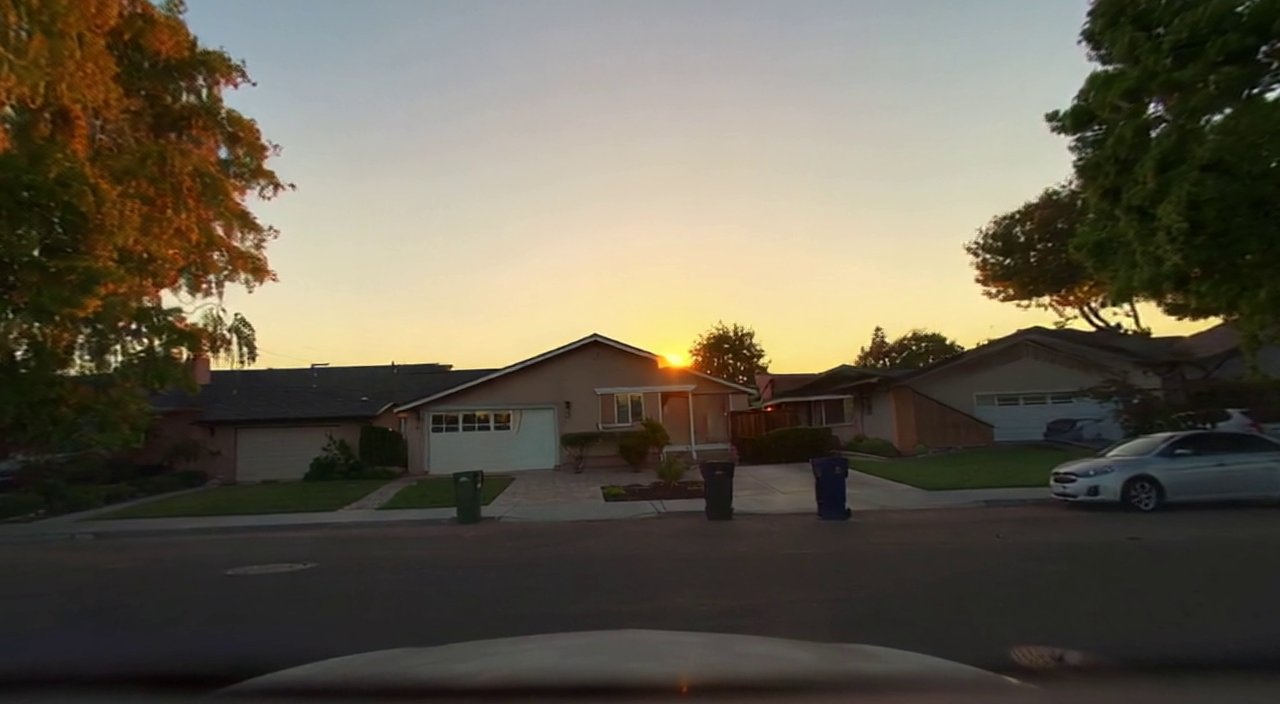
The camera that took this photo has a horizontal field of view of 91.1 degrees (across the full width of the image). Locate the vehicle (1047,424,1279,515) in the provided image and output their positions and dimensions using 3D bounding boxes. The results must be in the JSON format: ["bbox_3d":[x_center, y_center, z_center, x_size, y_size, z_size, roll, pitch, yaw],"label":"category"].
[{"bbox_3d":[10.942,2.245,12.228,4.658,1.615,1.894,0,-9,-1],"label":"vehicle"}]
